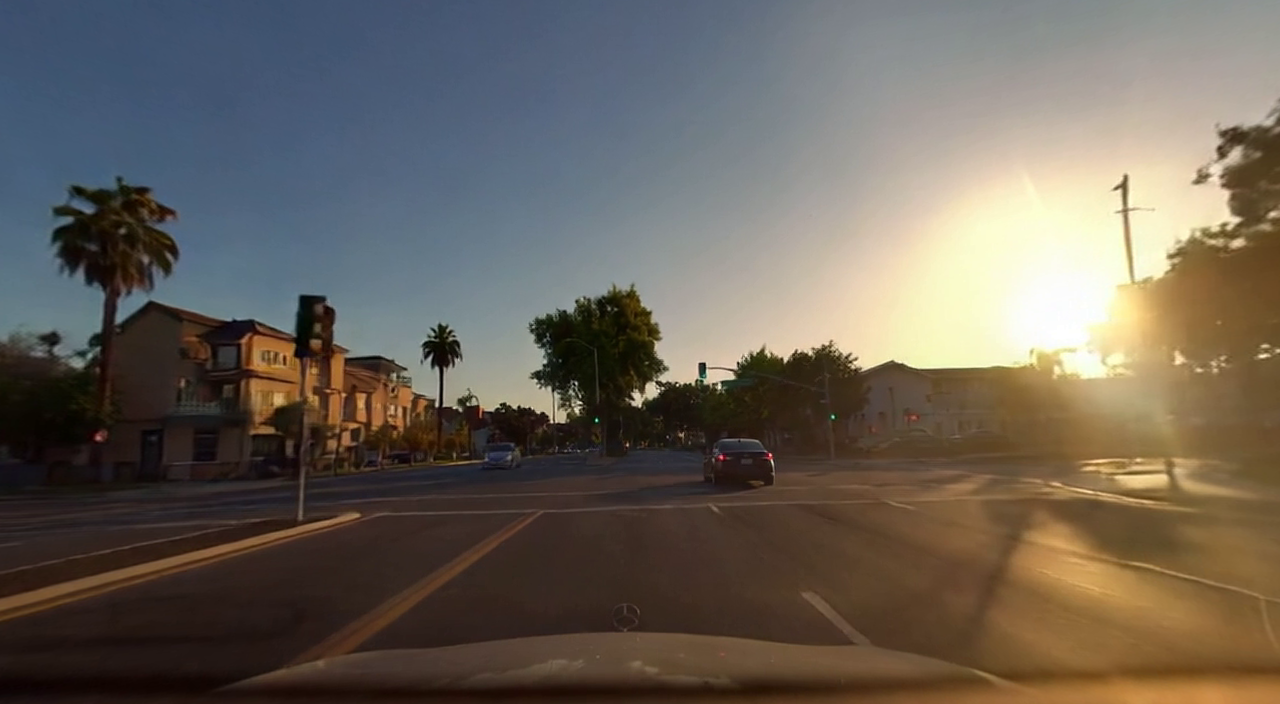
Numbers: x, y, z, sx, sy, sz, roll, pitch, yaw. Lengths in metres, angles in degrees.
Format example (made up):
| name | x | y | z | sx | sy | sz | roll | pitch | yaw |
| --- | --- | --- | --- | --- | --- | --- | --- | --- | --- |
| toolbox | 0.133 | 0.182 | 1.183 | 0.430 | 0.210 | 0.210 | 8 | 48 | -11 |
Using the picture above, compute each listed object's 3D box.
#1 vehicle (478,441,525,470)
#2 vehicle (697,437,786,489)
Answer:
| name | x | y | z | sx | sy | sz | roll | pitch | yaw |
| --- | --- | --- | --- | --- | --- | --- | --- | --- | --- |
| vehicle | -8.849 | 6.631 | 40.724 | 2.010 | 1.718 | 4.443 | 0 | -8 | 1 |
| vehicle | 3.044 | 3.443 | 19.916 | 1.964 | 1.448 | 4.295 | 0 | -8 | -2 |
